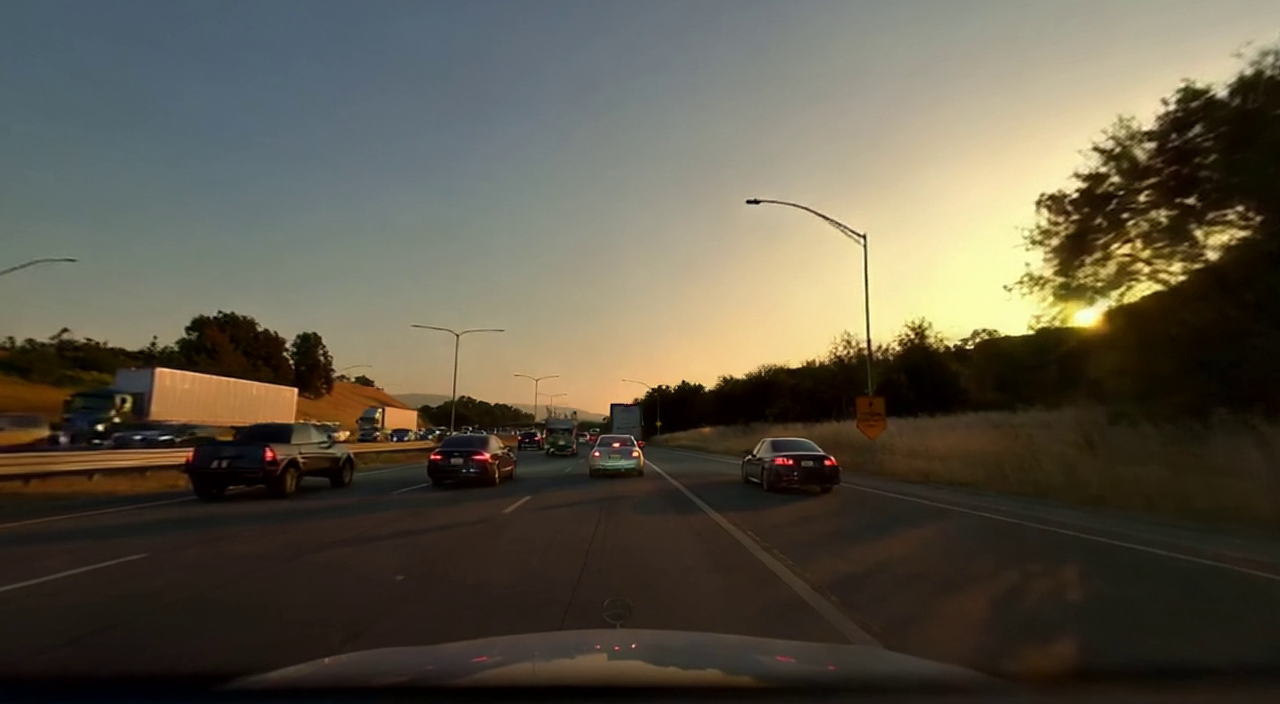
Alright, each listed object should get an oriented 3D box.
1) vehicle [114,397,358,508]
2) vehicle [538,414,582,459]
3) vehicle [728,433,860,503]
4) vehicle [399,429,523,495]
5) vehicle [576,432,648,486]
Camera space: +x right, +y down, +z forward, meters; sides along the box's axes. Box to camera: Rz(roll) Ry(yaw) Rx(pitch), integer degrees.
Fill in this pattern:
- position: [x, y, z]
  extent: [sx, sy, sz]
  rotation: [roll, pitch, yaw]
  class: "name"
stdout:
- position: [-8.209, 2.094, 13.509]
  extent: [2.158, 1.943, 4.662]
  rotation: [0, -8, -1]
  class: "vehicle"
- position: [-5.041, 5.418, 40.475]
  extent: [2.303, 2.610, 6.579]
  rotation: [0, -8, -3]
  class: "vehicle"
- position: [3.577, 2.758, 15.573]
  extent: [1.981, 1.474, 4.396]
  rotation: [0, -8, -2]
  class: "vehicle"
- position: [-4.503, 2.821, 16.614]
  extent: [2.046, 1.493, 4.384]
  rotation: [0, -8, -1]
  class: "vehicle"
- position: [-0.826, 3.184, 19.123]
  extent: [1.980, 1.478, 3.758]
  rotation: [0, -8, -2]
  class: "vehicle"
